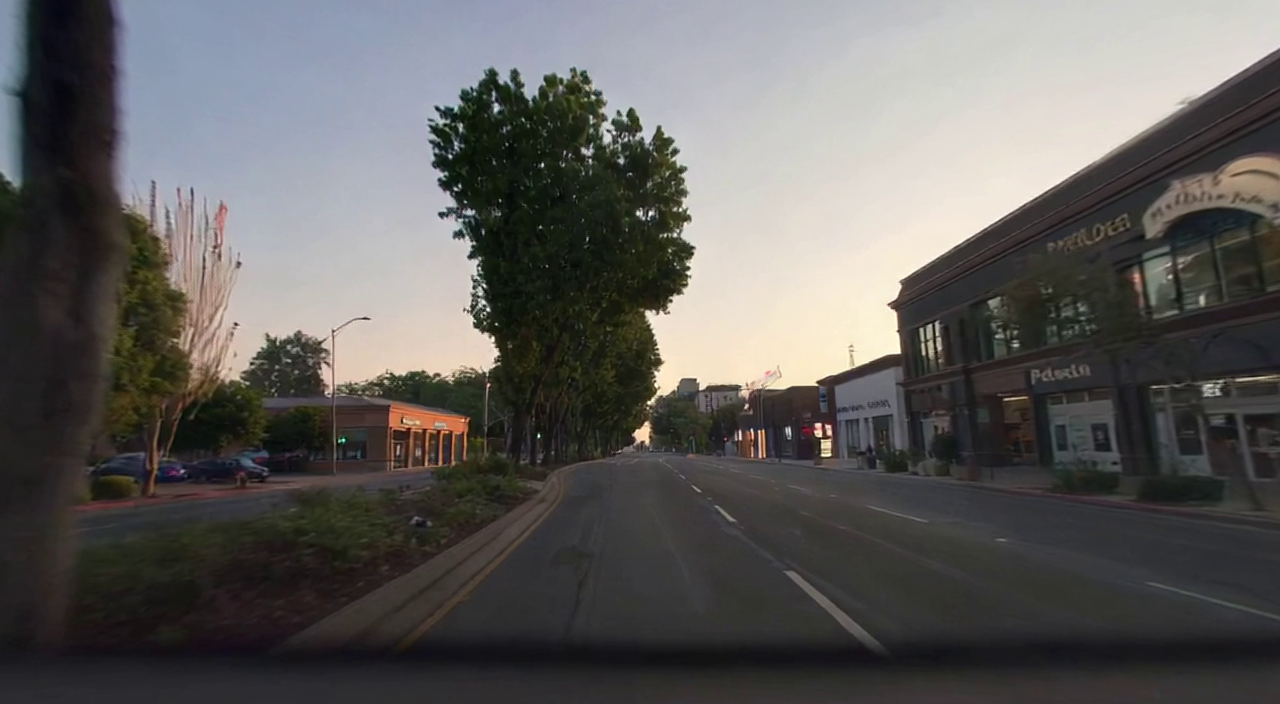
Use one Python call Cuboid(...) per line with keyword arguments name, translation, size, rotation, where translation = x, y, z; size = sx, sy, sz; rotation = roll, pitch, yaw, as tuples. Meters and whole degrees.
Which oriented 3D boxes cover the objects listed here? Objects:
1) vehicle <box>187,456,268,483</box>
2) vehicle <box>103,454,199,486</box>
Cuboid(name="vehicle", translation=(-25.462, 7.254, 39.191), size=(1.908, 1.502, 4.584), rotation=(0, -8, 0))
Cuboid(name="vehicle", translation=(-30.315, 7.298, 39.391), size=(2.101, 1.733, 4.689), rotation=(0, -8, 2))
